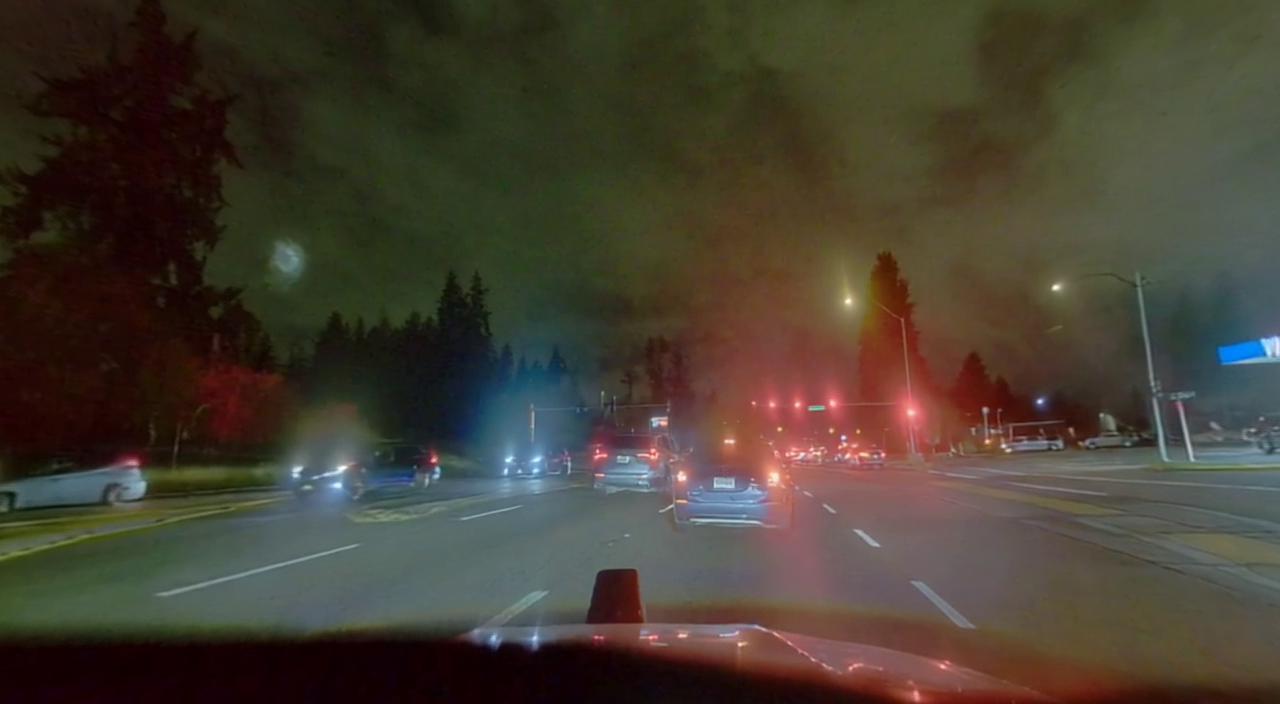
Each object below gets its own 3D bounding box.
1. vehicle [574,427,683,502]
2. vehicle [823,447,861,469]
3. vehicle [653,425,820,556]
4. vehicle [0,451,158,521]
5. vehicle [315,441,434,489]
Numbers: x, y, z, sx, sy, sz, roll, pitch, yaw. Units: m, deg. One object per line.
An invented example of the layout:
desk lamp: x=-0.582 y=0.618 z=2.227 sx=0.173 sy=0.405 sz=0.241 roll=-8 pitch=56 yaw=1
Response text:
vehicle: x=-0.152 y=3.081 z=17.686 sx=2.102 sy=1.774 sz=4.662 roll=-2 pitch=-9 yaw=11
vehicle: x=14.659 y=7.703 z=45.896 sx=1.916 sy=1.462 sz=4.487 roll=-1 pitch=-9 yaw=9
vehicle: x=1.585 y=2.017 z=9.897 sx=2.060 sy=1.580 sz=3.980 roll=-2 pitch=-9 yaw=12
vehicle: x=-15.288 y=3.299 z=15.852 sx=1.894 sy=1.528 sz=4.849 roll=-2 pitch=-9 yaw=11
vehicle: x=-10.196 y=4.357 z=24.658 sx=2.088 sy=1.693 sz=4.491 roll=-2 pitch=-9 yaw=10
